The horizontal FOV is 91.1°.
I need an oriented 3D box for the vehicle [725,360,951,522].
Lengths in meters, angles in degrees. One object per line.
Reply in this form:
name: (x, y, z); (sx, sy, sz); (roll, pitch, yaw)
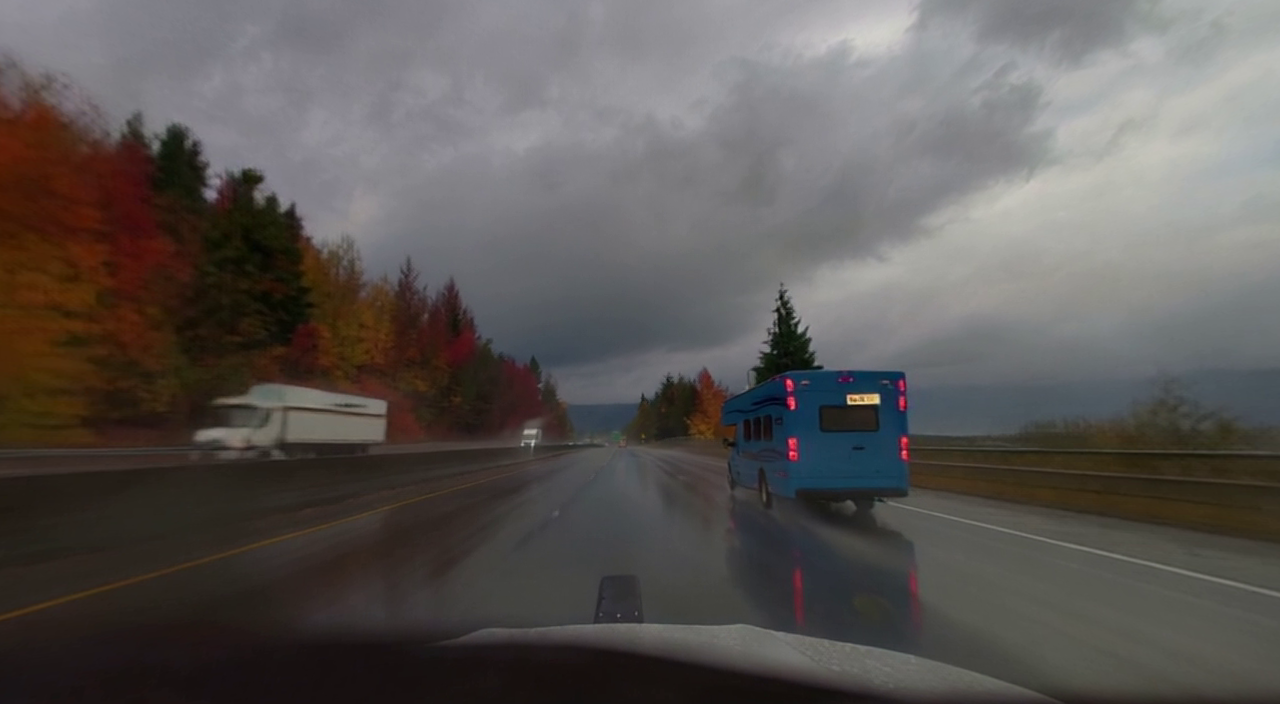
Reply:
vehicle: (4.020, 2.049, 14.820); (2.815, 2.876, 7.101); (0, -8, -1)

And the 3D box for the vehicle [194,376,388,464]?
vehicle: (-18.833, 4.052, 35.939); (3.191, 4.003, 14.214); (0, -8, -1)
